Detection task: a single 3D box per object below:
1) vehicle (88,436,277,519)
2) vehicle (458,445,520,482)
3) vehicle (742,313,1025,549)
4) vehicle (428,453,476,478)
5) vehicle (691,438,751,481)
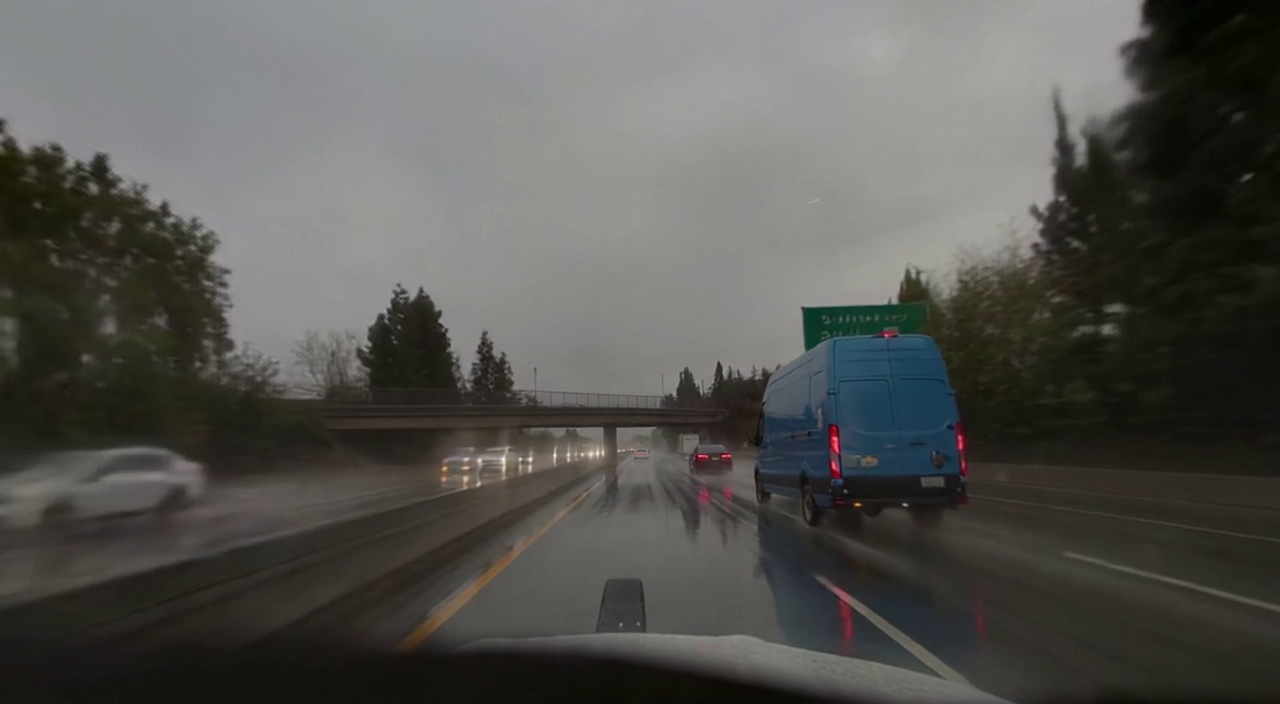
[{"bbox_3d":[-14.611,3.991,20.709,2.215,2.322,5.175,0,-9,0],"label":"vehicle"},{"bbox_3d":[-8.014,5.995,34.173,1.909,1.821,5.661,0,-9,1],"label":"vehicle"},{"bbox_3d":[3.783,1.555,11.929,2.460,3.155,6.902,0,-9,-1],"label":"vehicle"},{"bbox_3d":[-11.298,6.822,38.115,1.629,1.339,4.110,0,-9,0],"label":"vehicle"},{"bbox_3d":[3.516,4.769,28.147,2.009,1.731,4.149,0,-9,-1],"label":"vehicle"}]
